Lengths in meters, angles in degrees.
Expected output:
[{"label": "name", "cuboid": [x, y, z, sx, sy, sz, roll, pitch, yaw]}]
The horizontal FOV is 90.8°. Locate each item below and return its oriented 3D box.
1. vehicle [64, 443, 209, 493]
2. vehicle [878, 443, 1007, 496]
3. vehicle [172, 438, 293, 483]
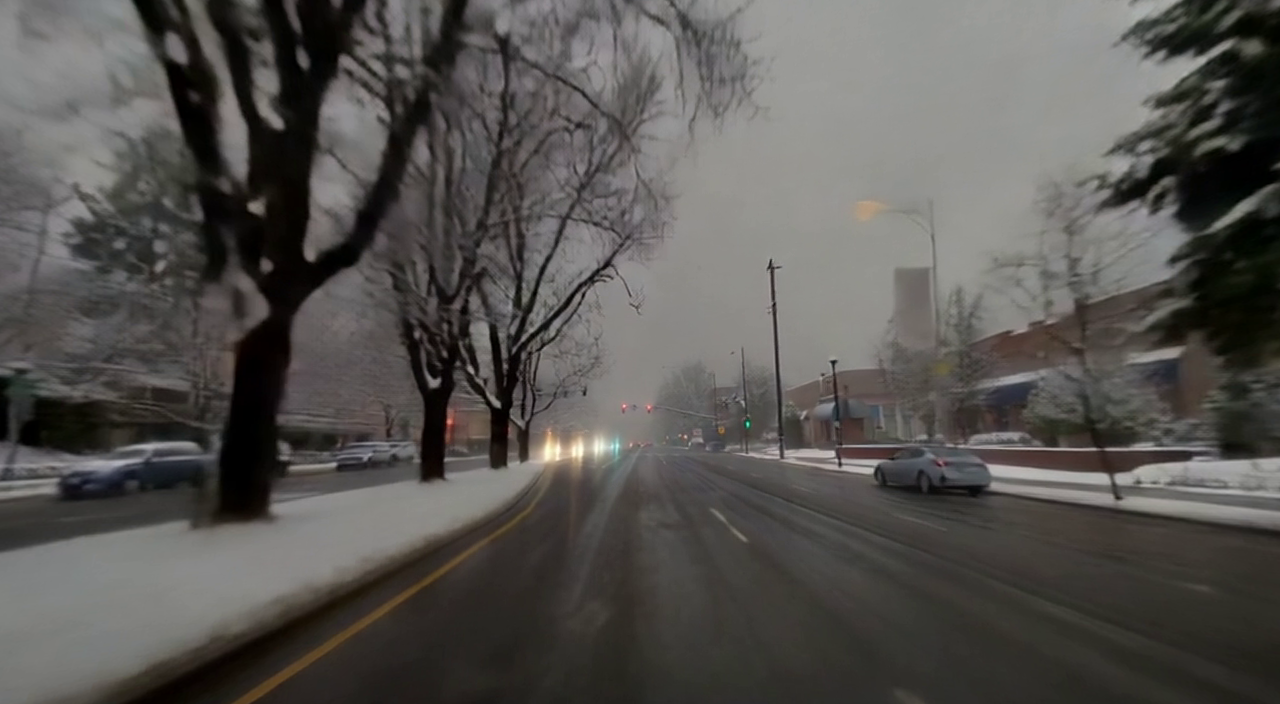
[{"label": "vehicle", "cuboid": [-19.531, 4.474, 24.828, 1.966, 1.753, 4.634, 0, -9, -2]}, {"label": "vehicle", "cuboid": [9.848, 3.825, 21.069, 1.919, 1.546, 4.730, 0, -9, 0]}, {"label": "vehicle", "cuboid": [-19.328, 5.131, 30.382, 2.085, 1.957, 5.548, 0, -8, 1]}]
